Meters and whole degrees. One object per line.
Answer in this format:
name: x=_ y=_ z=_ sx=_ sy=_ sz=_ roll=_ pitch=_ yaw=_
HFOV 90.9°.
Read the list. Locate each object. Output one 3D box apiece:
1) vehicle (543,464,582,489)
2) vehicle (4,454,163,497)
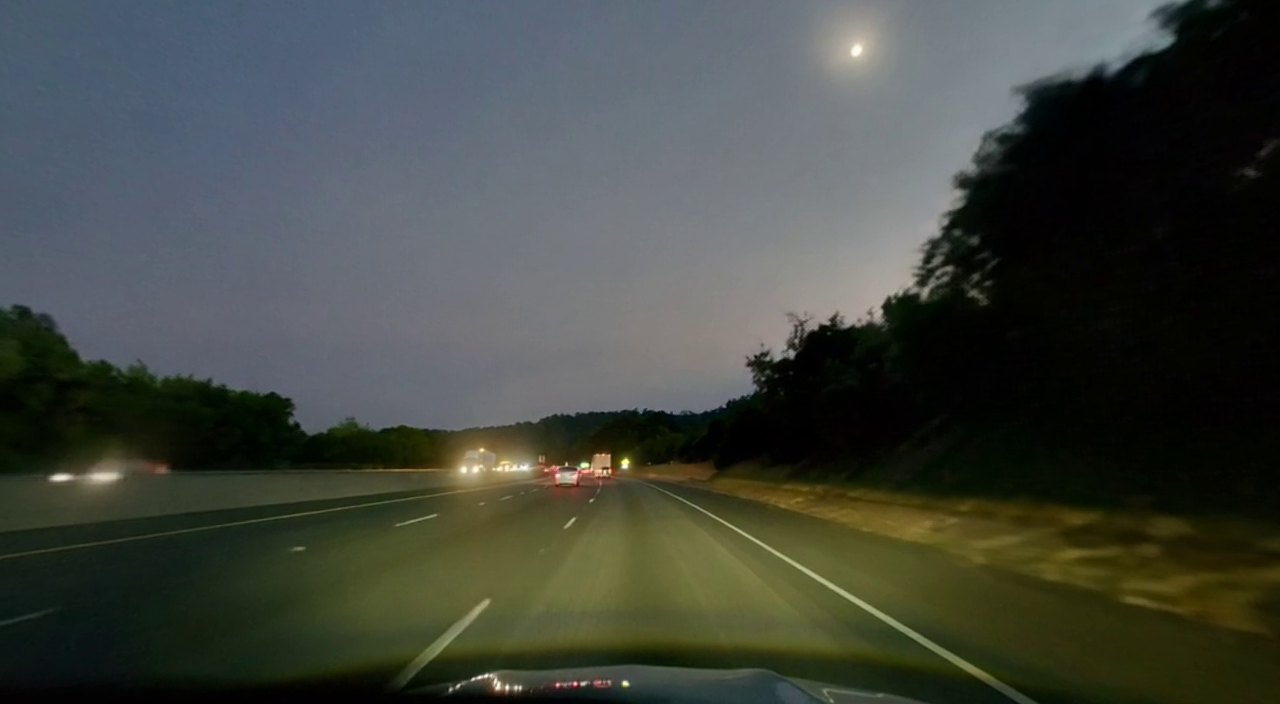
vehicle: x=-5.026 y=8.164 z=41.414 sx=2.115 sy=1.546 sz=4.638 roll=1 pitch=-10 yaw=-2
vehicle: x=-21.315 y=4.759 z=24.456 sx=2.033 sy=1.481 sz=4.575 roll=1 pitch=-10 yaw=-1
